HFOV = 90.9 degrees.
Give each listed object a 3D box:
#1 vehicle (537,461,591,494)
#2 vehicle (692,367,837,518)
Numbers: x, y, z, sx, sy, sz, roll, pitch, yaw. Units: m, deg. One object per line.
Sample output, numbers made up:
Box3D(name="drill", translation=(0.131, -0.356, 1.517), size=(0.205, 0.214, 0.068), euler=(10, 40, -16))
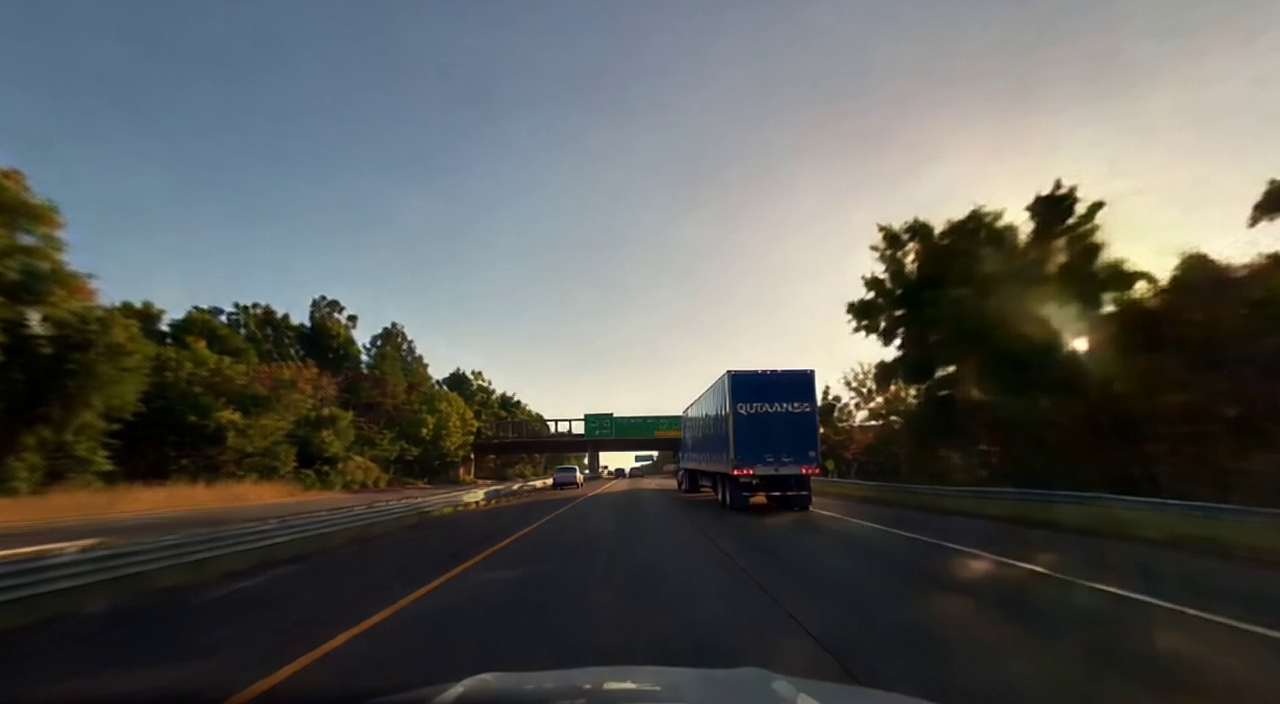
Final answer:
Box3D(name="vehicle", translation=(-3.945, 6.632, 33.512), size=(2.180, 1.556, 4.895), euler=(0, -10, 1))
Box3D(name="vehicle", translation=(3.785, 3.368, 22.343), size=(2.871, 4.032, 10.642), euler=(1, -10, 0))
